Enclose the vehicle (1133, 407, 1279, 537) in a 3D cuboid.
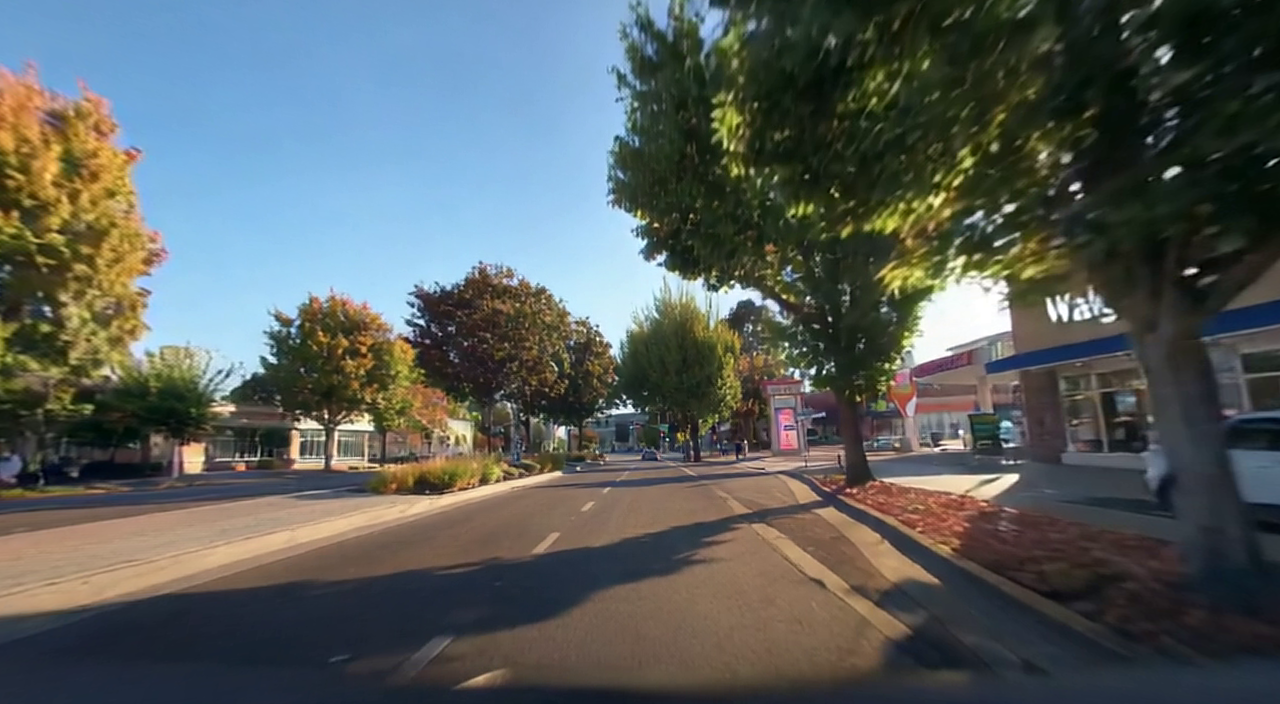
[{"bbox_3d":[12.663,1.932,11.046,5.788,2.002,2.377,-3,-7,5],"label":"vehicle"}]
